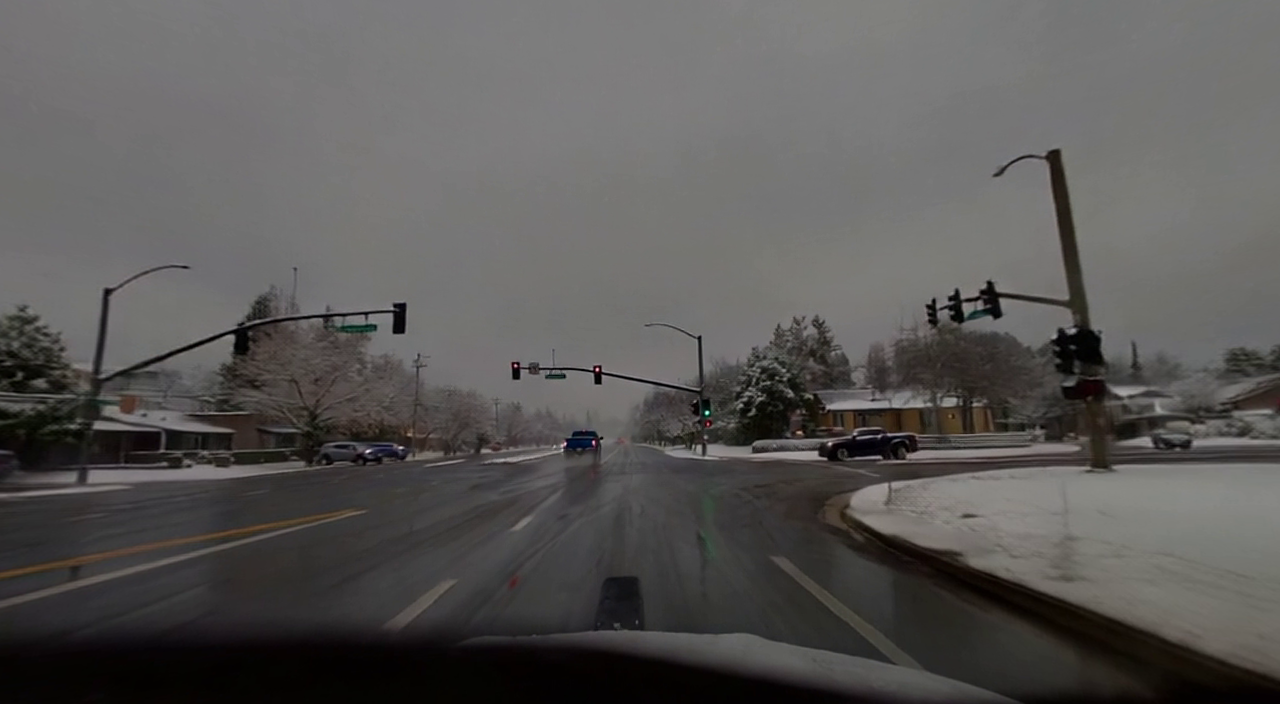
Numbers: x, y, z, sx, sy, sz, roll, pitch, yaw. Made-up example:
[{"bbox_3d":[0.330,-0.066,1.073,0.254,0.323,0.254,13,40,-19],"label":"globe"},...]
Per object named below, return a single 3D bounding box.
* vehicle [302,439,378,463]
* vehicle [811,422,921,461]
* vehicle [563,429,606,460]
[{"bbox_3d":[-22.881,7.541,48.341,4.772,1.745,2.058,-1,-9,5],"label":"vehicle"},{"bbox_3d":[10.770,4.314,30.400,4.500,1.761,1.975,0,-9,0],"label":"vehicle"},{"bbox_3d":[-3.795,6.503,44.547,2.508,2.001,5.880,0,-9,0],"label":"vehicle"}]
